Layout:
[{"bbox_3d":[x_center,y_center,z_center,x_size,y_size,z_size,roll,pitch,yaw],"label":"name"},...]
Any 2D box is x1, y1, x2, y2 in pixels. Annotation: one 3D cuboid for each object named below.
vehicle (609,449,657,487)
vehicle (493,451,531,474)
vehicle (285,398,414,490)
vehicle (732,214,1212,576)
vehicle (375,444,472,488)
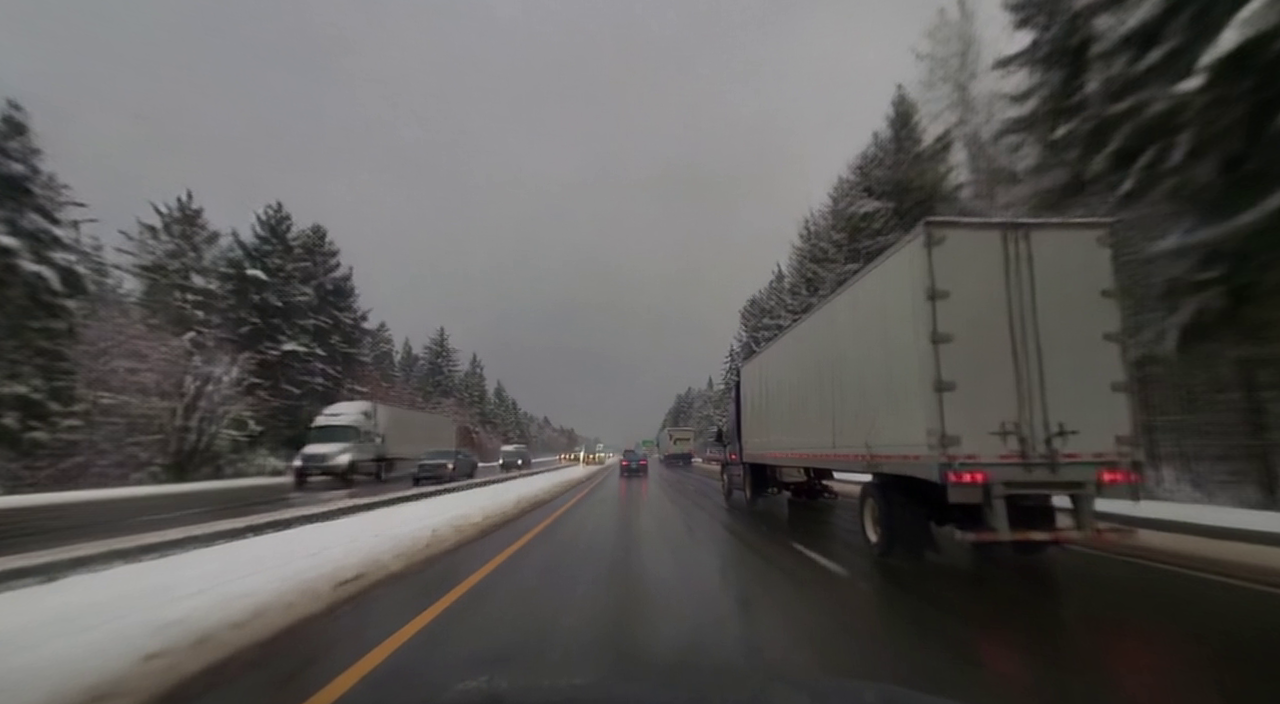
[{"bbox_3d":[-0.299,4.915,27.015,1.939,1.495,3.612,0,-9,-1],"label":"vehicle"},{"bbox_3d":[-8.857,7.647,43.767,1.848,1.453,3.640,0,-9,0],"label":"vehicle"},{"bbox_3d":[-13.169,4.291,29.240,3.006,3.824,5.867,0,-9,0],"label":"vehicle"},{"bbox_3d":[4.628,1.476,13.977,2.842,4.060,13.939,0,-9,-1],"label":"vehicle"},{"bbox_3d":[-8.501,4.521,25.303,2.065,1.558,5.029,0,-9,0],"label":"vehicle"}]
